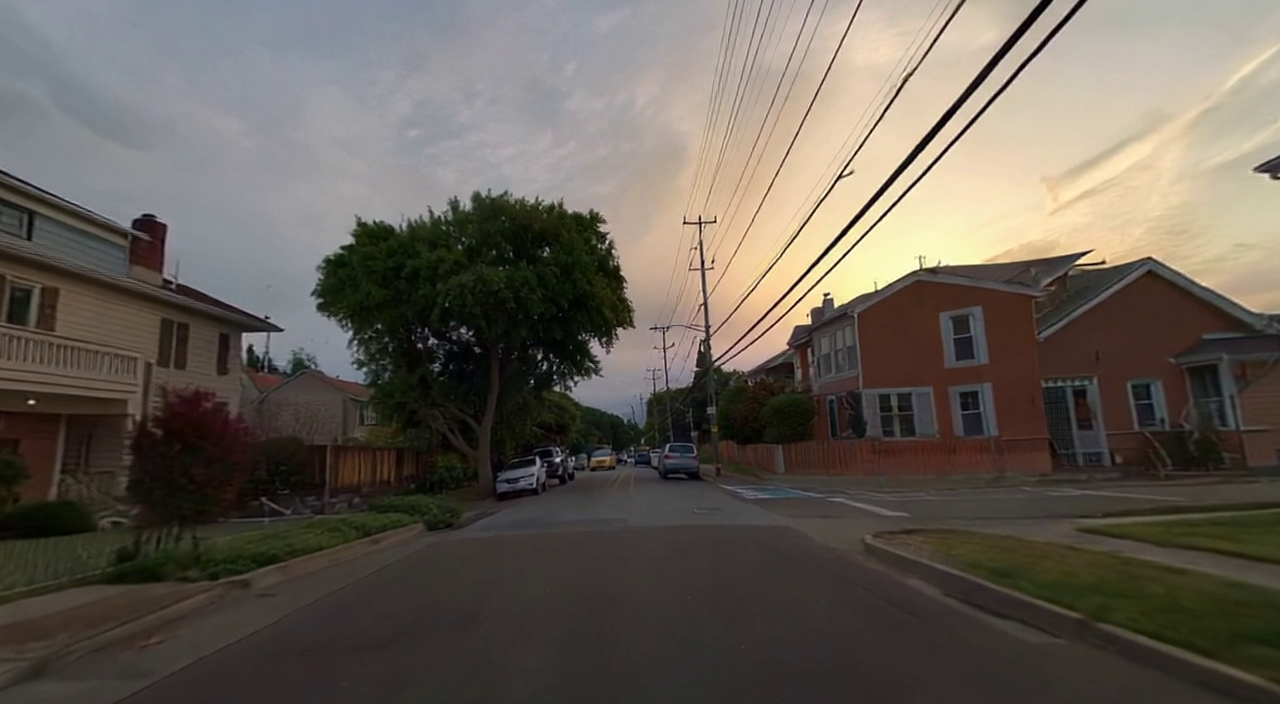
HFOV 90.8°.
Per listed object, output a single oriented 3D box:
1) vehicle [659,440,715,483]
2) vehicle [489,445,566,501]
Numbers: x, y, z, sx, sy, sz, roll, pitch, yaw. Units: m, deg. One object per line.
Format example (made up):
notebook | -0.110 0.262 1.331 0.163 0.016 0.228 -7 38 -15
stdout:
vehicle | 2.181 5.283 30.847 2.129 1.873 4.471 -1 -8 -3
vehicle | -4.070 4.406 23.573 2.082 1.759 4.541 -2 -8 -1
